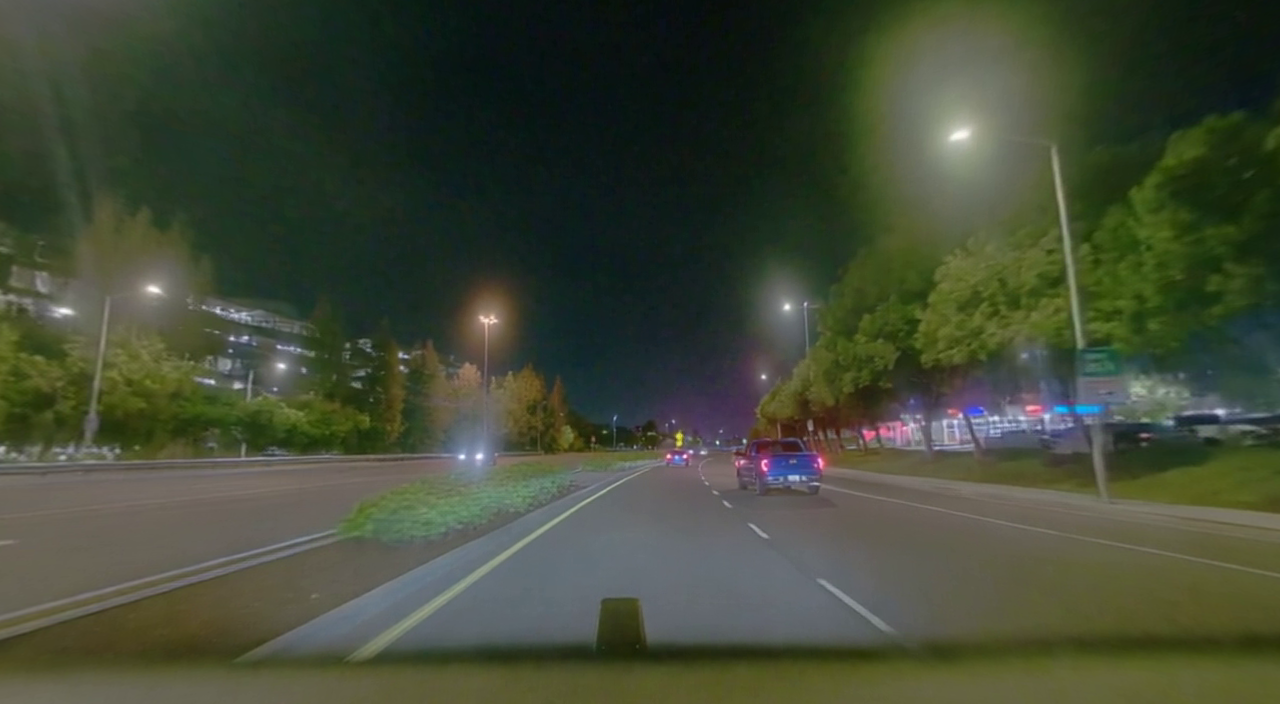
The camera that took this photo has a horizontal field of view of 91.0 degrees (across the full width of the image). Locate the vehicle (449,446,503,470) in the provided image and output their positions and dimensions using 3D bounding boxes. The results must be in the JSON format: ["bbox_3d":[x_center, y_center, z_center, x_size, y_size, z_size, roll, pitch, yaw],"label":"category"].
[{"bbox_3d":[-11.228,7.298,43.514,2.008,1.553,4.642,-1,-9,6],"label":"vehicle"}]

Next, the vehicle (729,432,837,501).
[{"bbox_3d":[4.451,3.683,20.690,2.367,1.919,5.651,0,-9,2],"label":"vehicle"}]

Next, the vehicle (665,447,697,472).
[{"bbox_3d":[2.708,7.025,41.221,1.968,1.521,4.262,0,-9,5],"label":"vehicle"}]
